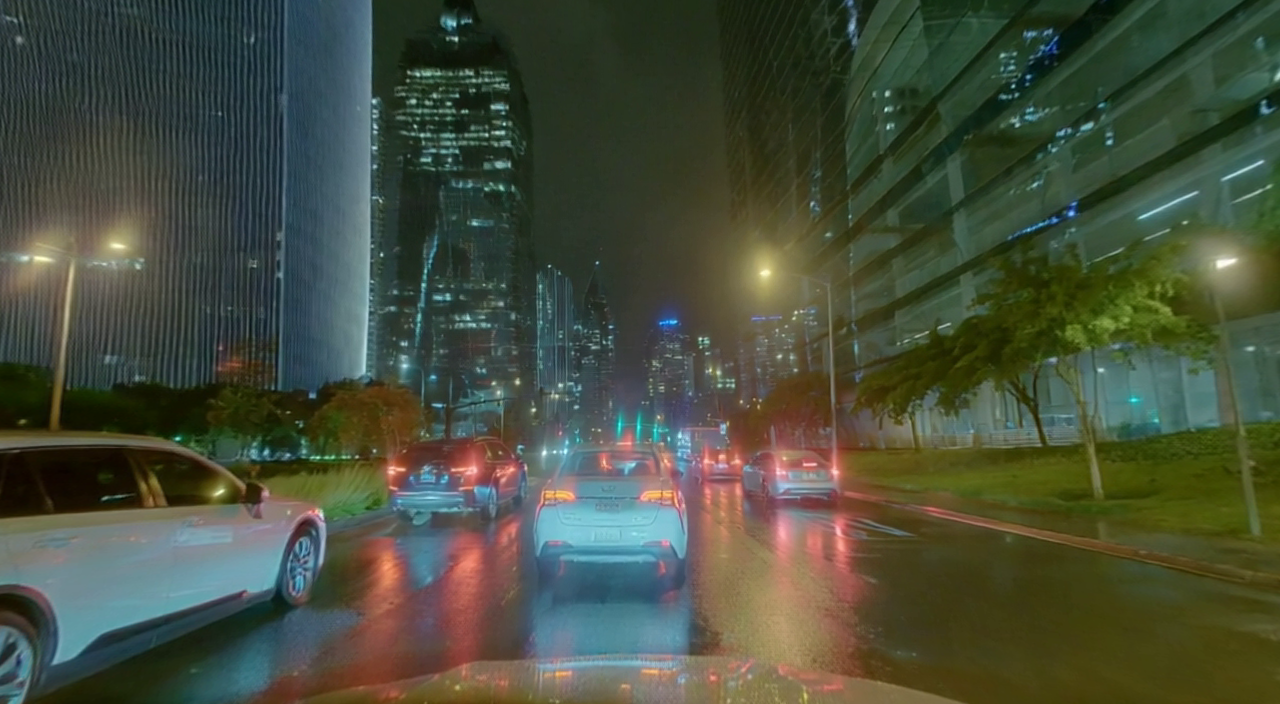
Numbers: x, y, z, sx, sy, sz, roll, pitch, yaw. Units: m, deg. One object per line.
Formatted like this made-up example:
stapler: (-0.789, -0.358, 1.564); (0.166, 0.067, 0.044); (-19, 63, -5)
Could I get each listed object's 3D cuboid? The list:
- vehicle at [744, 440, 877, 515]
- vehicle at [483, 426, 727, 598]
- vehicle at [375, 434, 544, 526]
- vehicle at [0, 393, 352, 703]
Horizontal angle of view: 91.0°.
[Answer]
vehicle: (3.853, 2.896, 15.083); (1.940, 1.514, 4.187); (0, -9, -1)
vehicle: (-0.254, 1.752, 7.867); (2.174, 1.509, 4.374); (0, -9, 2)
vehicle: (-3.331, 2.462, 12.718); (2.044, 1.508, 4.479); (0, -9, 1)
vehicle: (-3.550, 1.076, 3.508); (1.933, 1.520, 4.195); (0, -9, -1)
